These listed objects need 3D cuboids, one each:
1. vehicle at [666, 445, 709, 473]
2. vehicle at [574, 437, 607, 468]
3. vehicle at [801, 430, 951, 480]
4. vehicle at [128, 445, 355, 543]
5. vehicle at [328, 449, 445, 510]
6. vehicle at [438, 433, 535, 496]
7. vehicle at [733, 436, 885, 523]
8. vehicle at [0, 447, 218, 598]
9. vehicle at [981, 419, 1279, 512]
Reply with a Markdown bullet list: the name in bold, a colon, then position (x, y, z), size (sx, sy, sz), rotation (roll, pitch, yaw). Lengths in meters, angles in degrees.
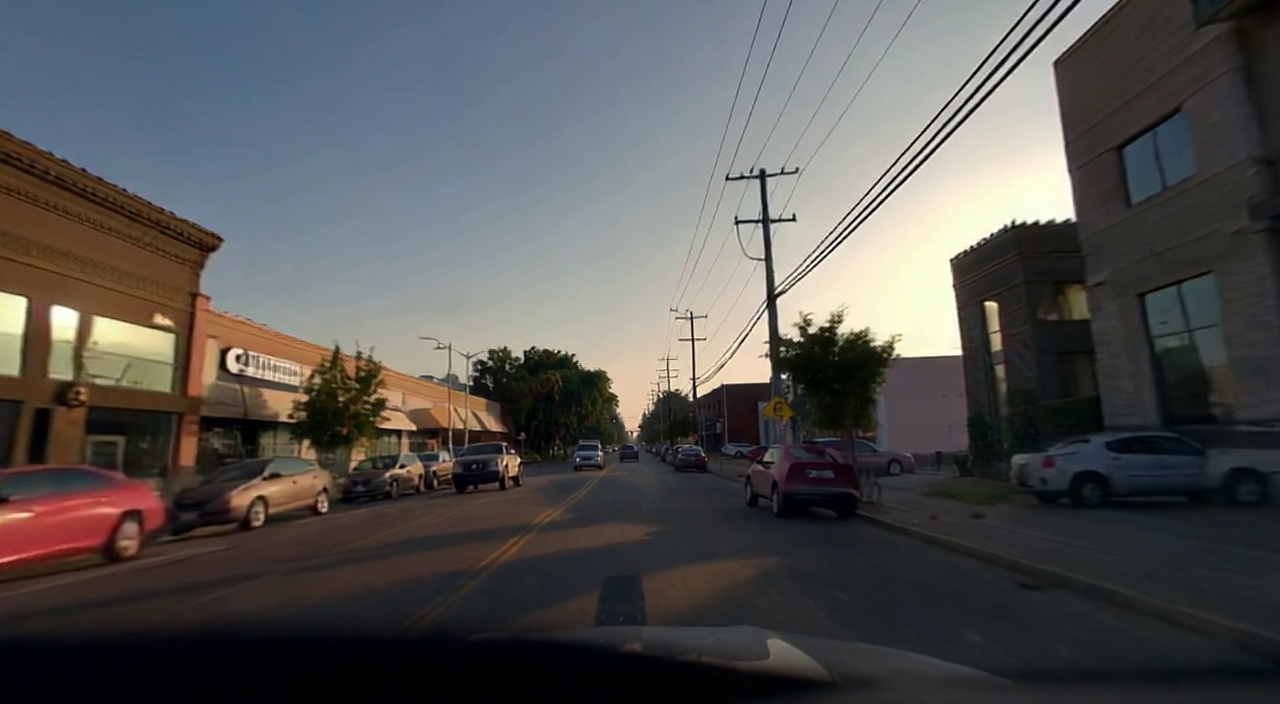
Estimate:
- **vehicle**: position (2.951, 6.454, 38.324), size (2.261, 1.503, 4.695), rotation (-2, -8, 8)
- **vehicle**: position (-3.392, 6.980, 43.890), size (2.115, 2.065, 4.452), rotation (0, -9, -2)
- **vehicle**: position (10.295, 4.561, 27.993), size (5.684, 2.112, 2.321), rotation (0, -9, 3)
- **vehicle**: position (-8.745, 3.085, 14.582), size (2.009, 1.684, 5.009), rotation (-2, -8, 0)
- **vehicle**: position (-8.368, 4.212, 21.412), size (1.791, 1.622, 5.056), rotation (-3, -8, 2)
- **vehicle**: position (-5.272, 3.934, 22.345), size (2.152, 1.918, 4.217), rotation (-3, -9, 4)
- **vehicle**: position (3.533, 2.784, 14.359), size (2.136, 1.586, 4.919), rotation (0, -9, 1)
- **vehicle**: position (-8.465, 2.173, 8.570), size (2.113, 1.665, 5.062), rotation (0, -8, -2)
- **vehicle**: position (9.805, 2.199, 12.428), size (5.084, 1.641, 1.848), rotation (0, -9, -2)
